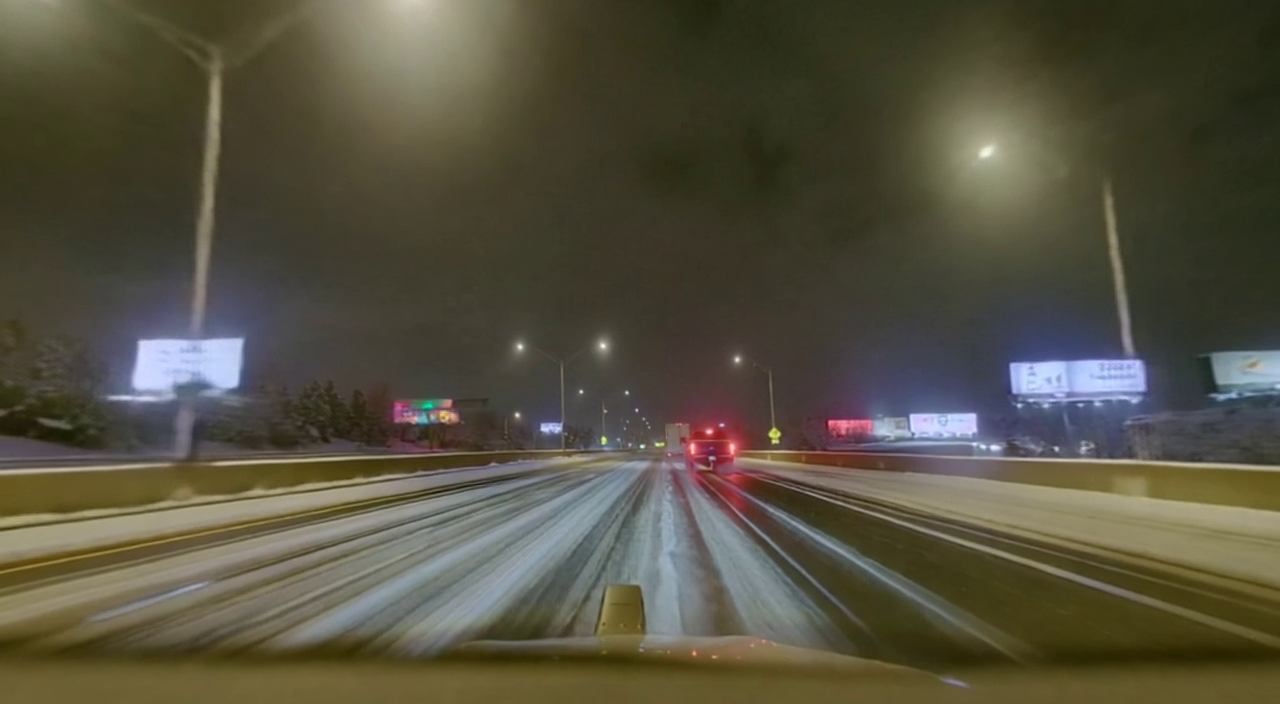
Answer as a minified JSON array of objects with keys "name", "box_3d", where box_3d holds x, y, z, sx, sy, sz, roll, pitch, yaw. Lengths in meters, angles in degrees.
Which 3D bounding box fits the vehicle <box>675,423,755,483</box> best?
[{"name":"vehicle","box_3d":[2.899,4.170,26.171,2.740,2.157,6.300,-1,-9,2]}]
